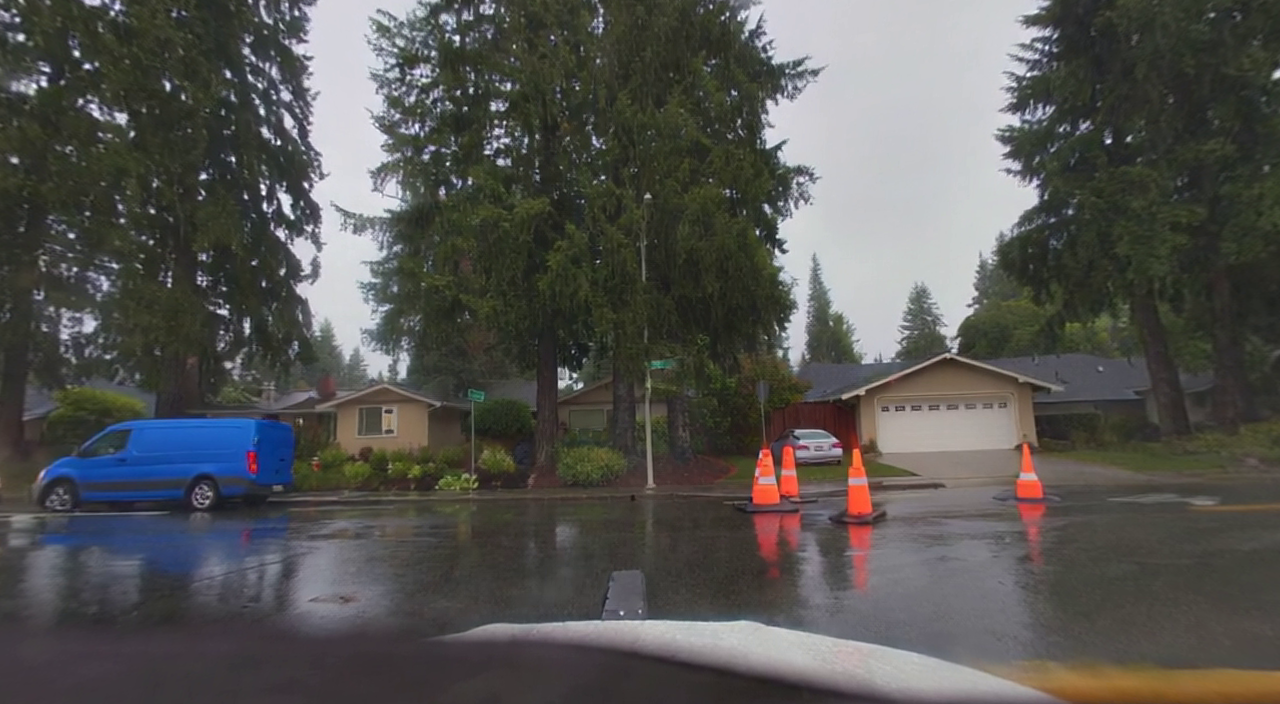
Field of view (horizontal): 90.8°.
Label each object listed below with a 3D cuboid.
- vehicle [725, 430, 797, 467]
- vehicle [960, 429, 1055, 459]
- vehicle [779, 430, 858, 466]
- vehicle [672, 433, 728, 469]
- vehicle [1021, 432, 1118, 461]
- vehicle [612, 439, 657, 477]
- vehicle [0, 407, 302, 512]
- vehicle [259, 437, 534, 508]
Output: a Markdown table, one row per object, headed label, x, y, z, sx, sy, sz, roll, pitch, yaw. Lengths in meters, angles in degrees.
| label | x | y | z | sx | sy | sz | roll | pitch | yaw |
| --- | --- | --- | --- | --- | --- | --- | --- | --- | --- |
| vehicle | 5.340 | 4.345 | 28.508 | 2.007 | 1.555 | 4.204 | 1 | -8 | -7 |
| vehicle | 24.124 | 6.034 | 41.526 | 4.984 | 1.912 | 2.132 | 1 | -8 | -6 |
| vehicle | 8.054 | 4.380 | 28.947 | 1.893 | 1.529 | 4.422 | 1 | -8 | -7 |
| vehicle | 2.600 | 4.422 | 28.375 | 1.745 | 1.461 | 4.074 | 1 | -8 | -6 |
| vehicle | 22.767 | 5.015 | 33.574 | 3.863 | 1.453 | 1.826 | 1 | -8 | -5 |
| vehicle | -0.303 | 4.644 | 27.949 | 1.648 | 1.430 | 3.654 | 4 | -9 | -4 |
| vehicle | -14.089 | 2.999 | 17.442 | 7.824 | 2.323 | 2.863 | -3 | -10 | -2 |
| vehicle | -6.505 | 3.332 | 17.890 | 6.643 | 1.777 | 2.925 | 1 | -8 | -4 |
